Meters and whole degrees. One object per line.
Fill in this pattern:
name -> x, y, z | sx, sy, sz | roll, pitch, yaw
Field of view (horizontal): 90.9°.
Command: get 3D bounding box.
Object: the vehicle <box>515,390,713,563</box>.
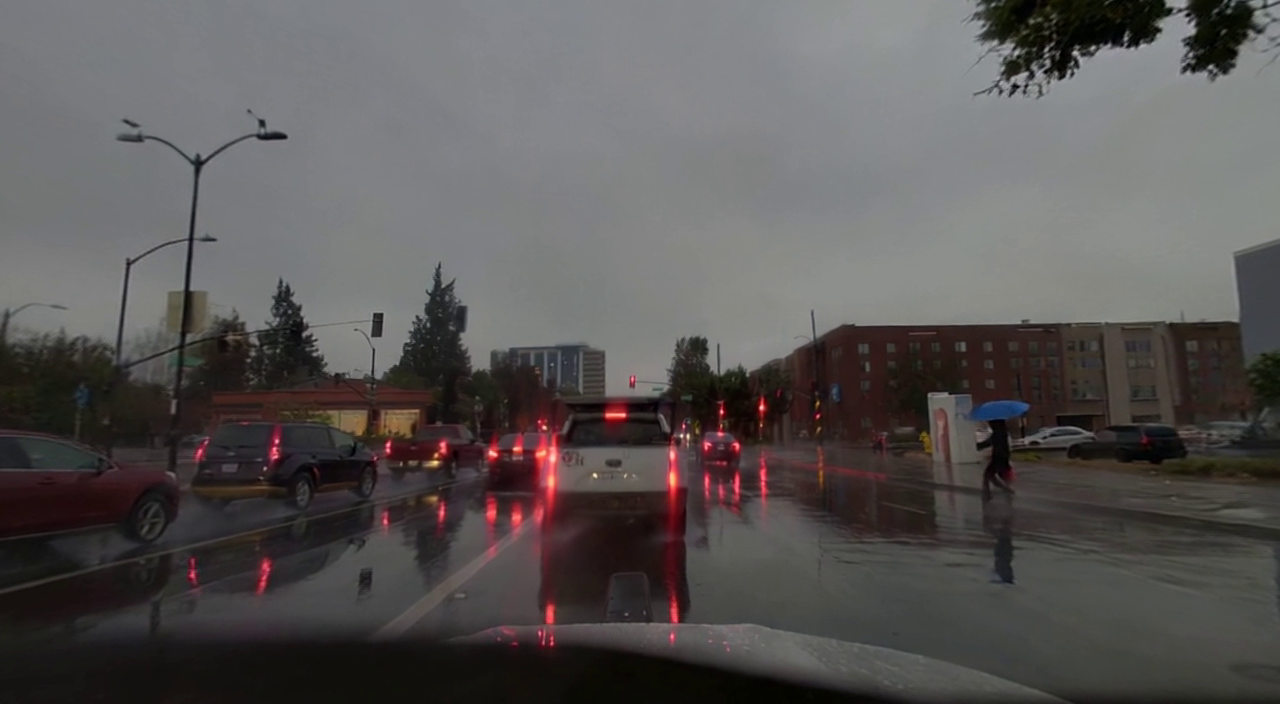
vehicle -> -0.272, 1.621, 8.843 | 2.064, 1.817, 4.298 | 0, -8, 0

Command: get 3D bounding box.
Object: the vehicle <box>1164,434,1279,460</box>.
vehicle -> 29.679, 4.847, 32.204 | 4.176, 1.313, 1.719 | 0, -8, 2

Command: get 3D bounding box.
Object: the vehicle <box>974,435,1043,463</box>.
vehicle -> 20.194, 5.304, 34.512 | 3.836, 1.443, 1.694 | 6, -10, -34

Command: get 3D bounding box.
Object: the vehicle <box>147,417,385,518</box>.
vehicle -> -7.130, 2.253, 12.749 | 1.941, 1.655, 4.503 | 0, -8, 1

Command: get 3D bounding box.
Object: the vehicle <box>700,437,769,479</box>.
vehicle -> 3.488, 4.000, 24.064 | 2.023, 1.441, 4.240 | 0, -8, 1

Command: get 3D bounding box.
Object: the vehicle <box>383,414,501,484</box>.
vehicle -> -6.436, 3.237, 21.178 | 2.496, 2.112, 4.351 | 0, -8, 1

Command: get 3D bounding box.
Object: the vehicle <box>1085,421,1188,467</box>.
vehicle -> 19.346, 3.582, 24.505 | 4.156, 1.622, 1.924 | 6, -10, -35

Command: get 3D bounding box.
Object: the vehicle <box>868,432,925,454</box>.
vehicle -> 20.215, 7.163, 49.570 | 4.361, 1.653, 2.034 | 6, -10, -35

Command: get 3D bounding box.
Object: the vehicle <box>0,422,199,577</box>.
vehicle -> -6.958, 1.455, 6.385 | 1.831, 1.451, 4.382 | 0, -8, -1
